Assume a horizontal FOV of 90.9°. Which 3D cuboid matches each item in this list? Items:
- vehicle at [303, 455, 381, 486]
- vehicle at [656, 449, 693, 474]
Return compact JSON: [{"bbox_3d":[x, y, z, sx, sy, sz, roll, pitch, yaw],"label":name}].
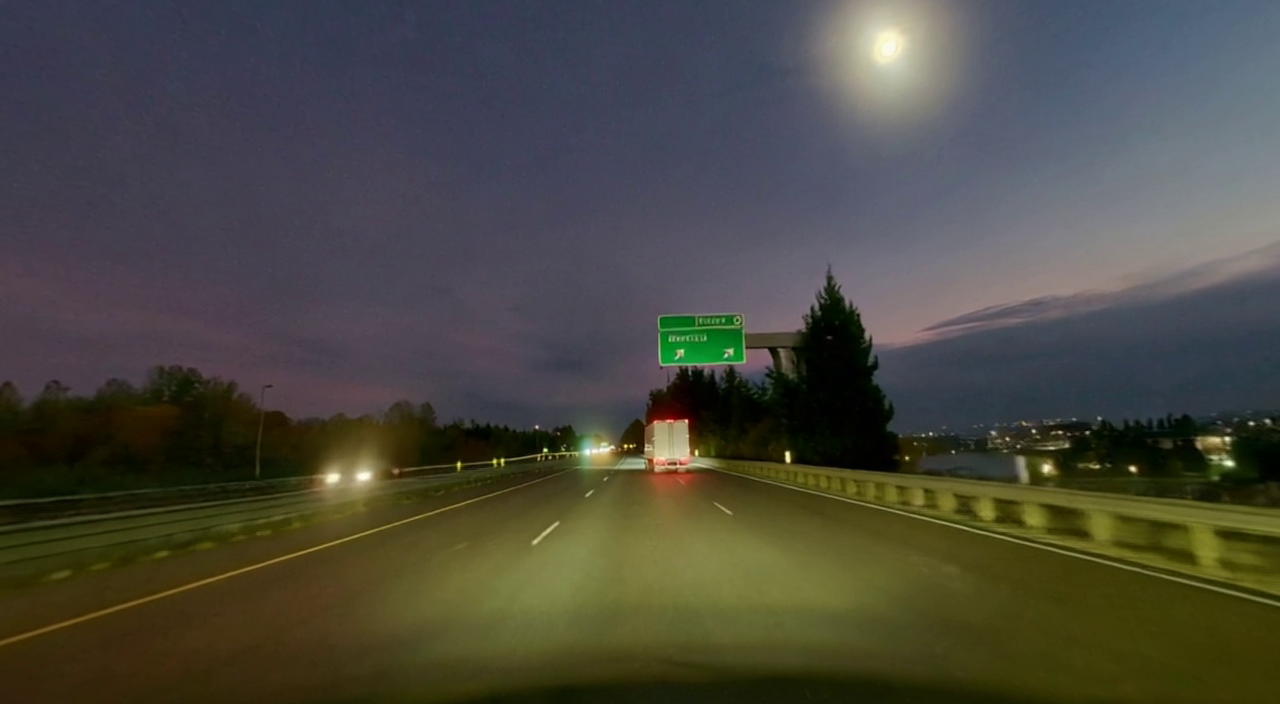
[{"bbox_3d":[-15.140,6.036,32.321,2.042,1.446,4.317,0,-9,-2],"label":"vehicle"},{"bbox_3d":[2.089,6.678,38.650,2.036,1.457,3.471,0,-9,-1],"label":"vehicle"}]
